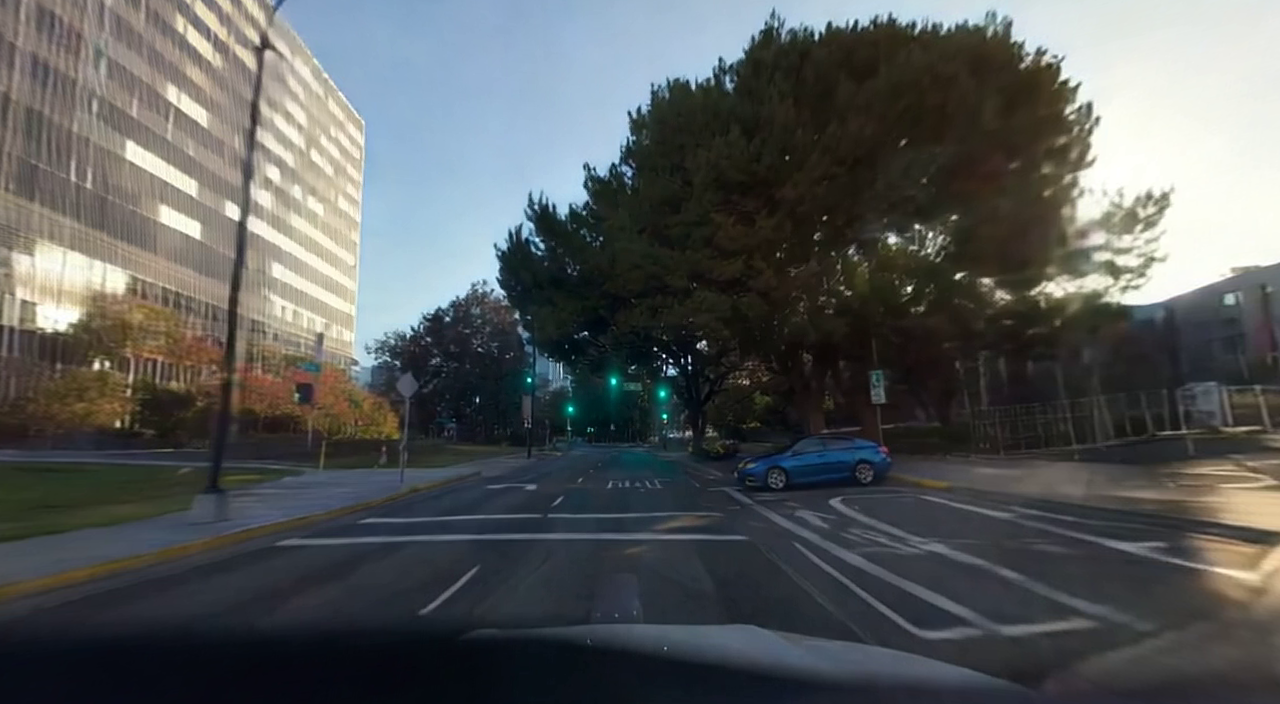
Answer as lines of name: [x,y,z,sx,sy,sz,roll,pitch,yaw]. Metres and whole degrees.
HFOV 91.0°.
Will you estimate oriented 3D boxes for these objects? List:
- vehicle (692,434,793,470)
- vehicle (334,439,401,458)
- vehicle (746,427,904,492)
vehicle: [4.596,4.460,28.340,4.033,1.514,1.974,3,-9,-24]
vehicle: [-19.629,6.954,45.549,2.660,1.211,4.739,-1,-8,2]
vehicle: [4.897,2.763,16.614,3.844,1.524,1.847,4,-9,-31]
